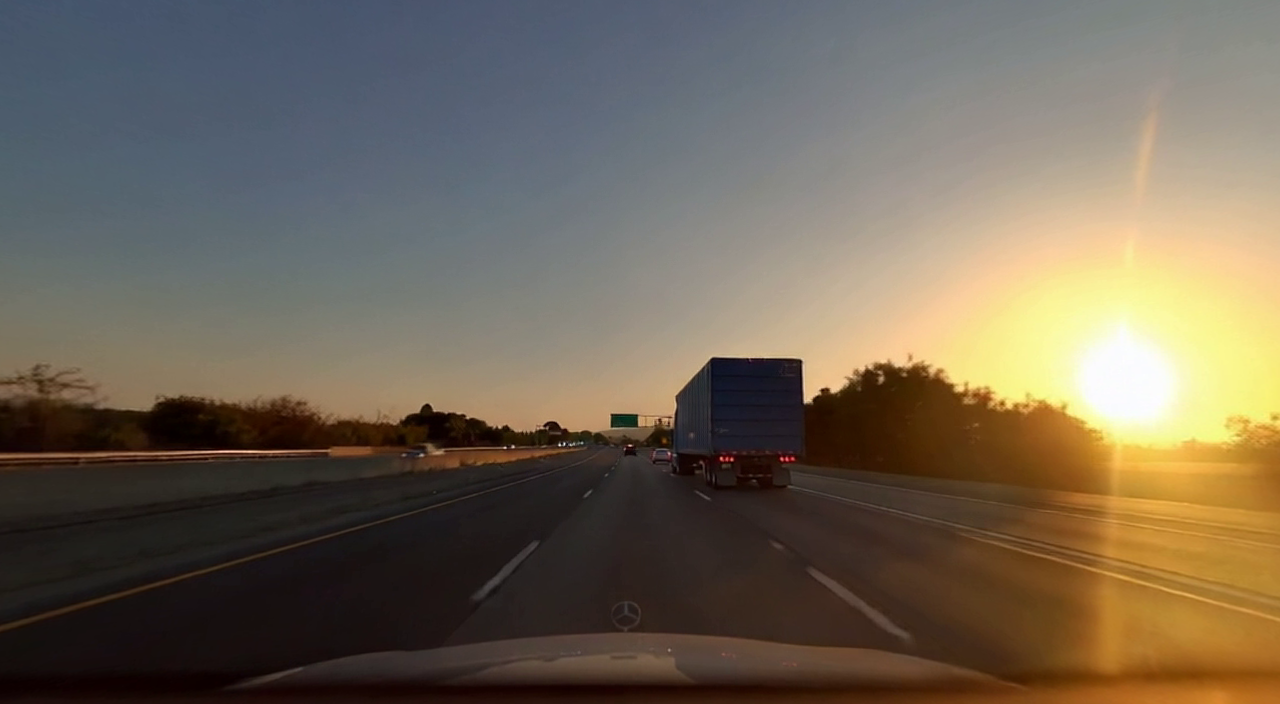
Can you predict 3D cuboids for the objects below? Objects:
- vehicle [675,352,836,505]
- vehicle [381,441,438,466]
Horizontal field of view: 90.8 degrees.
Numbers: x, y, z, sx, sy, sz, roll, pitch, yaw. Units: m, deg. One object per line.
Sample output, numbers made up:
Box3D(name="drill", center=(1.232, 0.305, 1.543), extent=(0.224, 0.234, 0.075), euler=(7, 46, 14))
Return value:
Box3D(name="vehicle", center=(3.593, 3.329, 25.514), extent=(3.462, 4.177, 16.311), euler=(0, -9, 0))
Box3D(name="vehicle", center=(-15.341, 6.807, 42.316), extent=(1.992, 1.520, 4.889), euler=(0, -9, 0))
